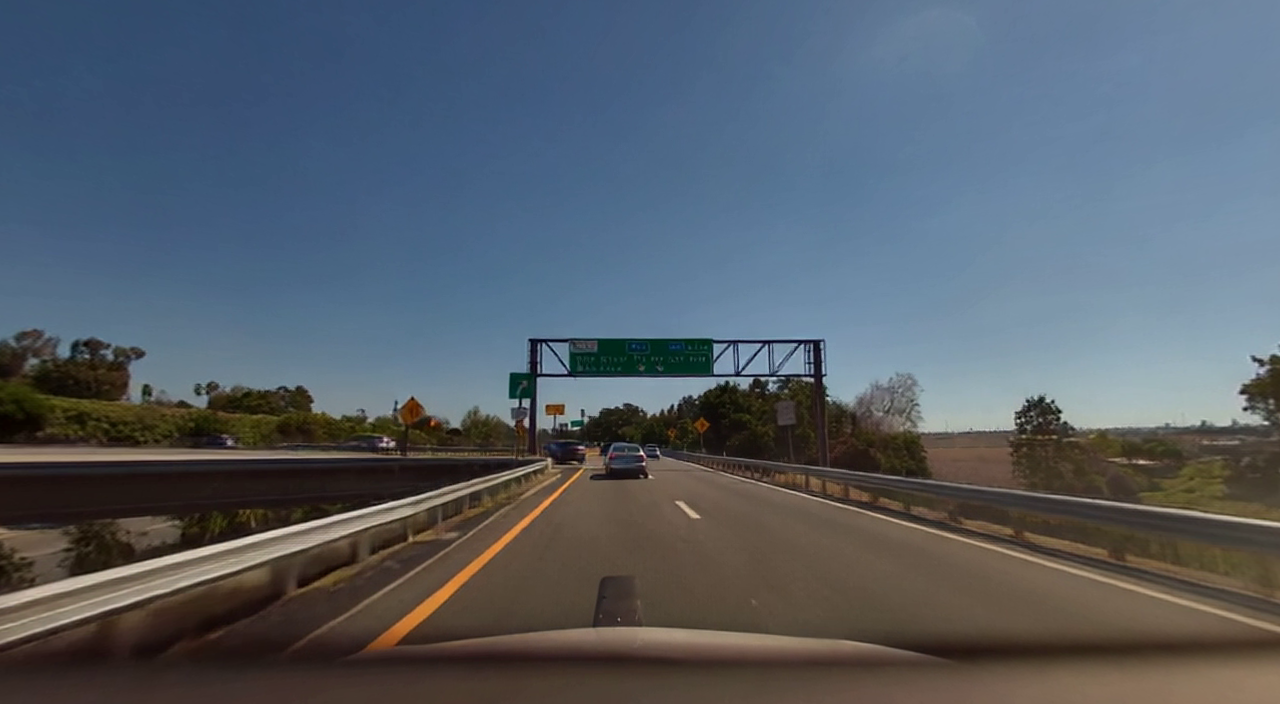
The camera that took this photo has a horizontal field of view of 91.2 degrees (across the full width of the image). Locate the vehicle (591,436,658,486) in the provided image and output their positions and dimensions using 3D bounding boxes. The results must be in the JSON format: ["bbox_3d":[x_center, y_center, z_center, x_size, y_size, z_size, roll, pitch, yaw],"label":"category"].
[{"bbox_3d":[-0.529,3.612,20.943,2.006,1.486,3.950,0,-9,-2],"label":"vehicle"}]

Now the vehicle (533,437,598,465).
[{"bbox_3d":[-4.467,5.838,36.918,2.018,1.505,4.278,6,-11,-34],"label":"vehicle"}]

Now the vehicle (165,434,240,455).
[{"bbox_3d":[-32.029,6.780,45.977,4.005,1.472,1.807,1,-9,-4],"label":"vehicle"}]

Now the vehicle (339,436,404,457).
[{"bbox_3d":[-19.728,6.979,46.067,3.904,1.482,1.834,-1,-9,7],"label":"vehicle"}]
